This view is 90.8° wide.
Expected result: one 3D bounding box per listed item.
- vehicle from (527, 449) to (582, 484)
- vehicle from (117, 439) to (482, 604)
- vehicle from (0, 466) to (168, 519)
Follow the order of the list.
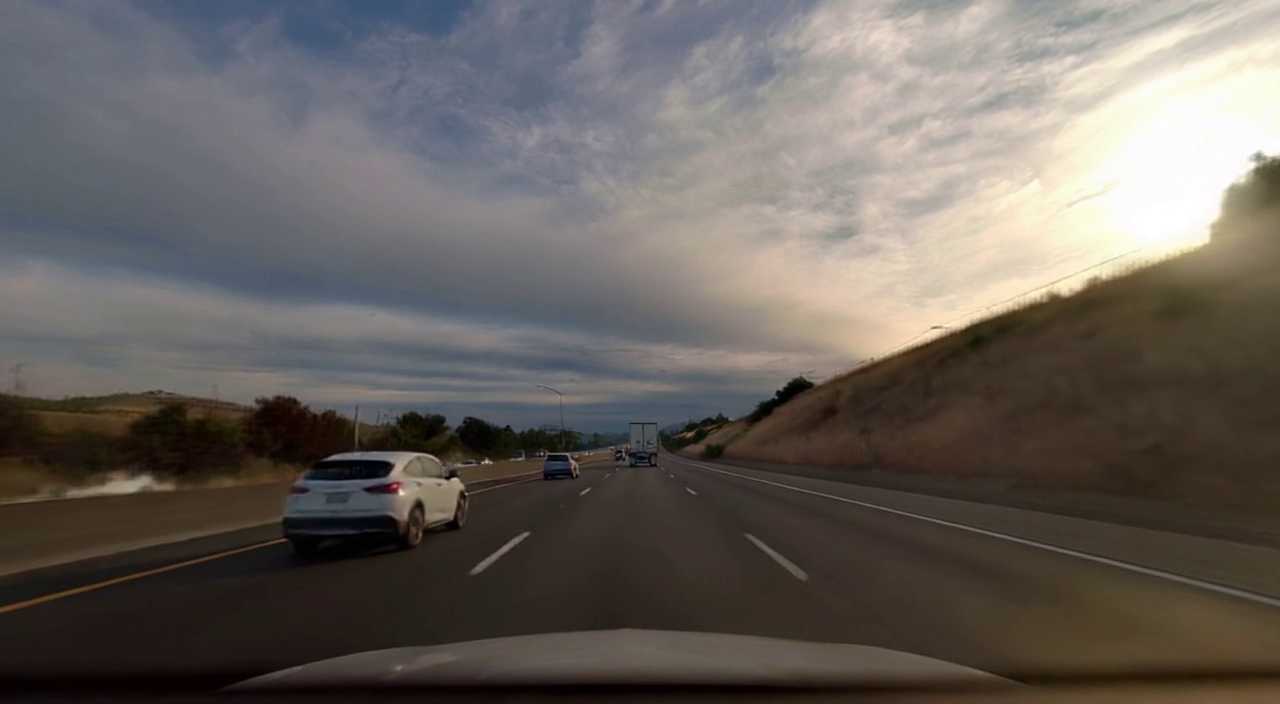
[{"bbox_3d":[-4.029,5.482,30.447,2.051,1.537,4.111,0,-9,0],"label":"vehicle"},{"bbox_3d":[-3.734,1.924,8.223,2.053,1.489,4.740,0,-9,1],"label":"vehicle"},{"bbox_3d":[-19.404,4.843,22.171,1.908,1.513,4.745,0,-9,0],"label":"vehicle"}]
